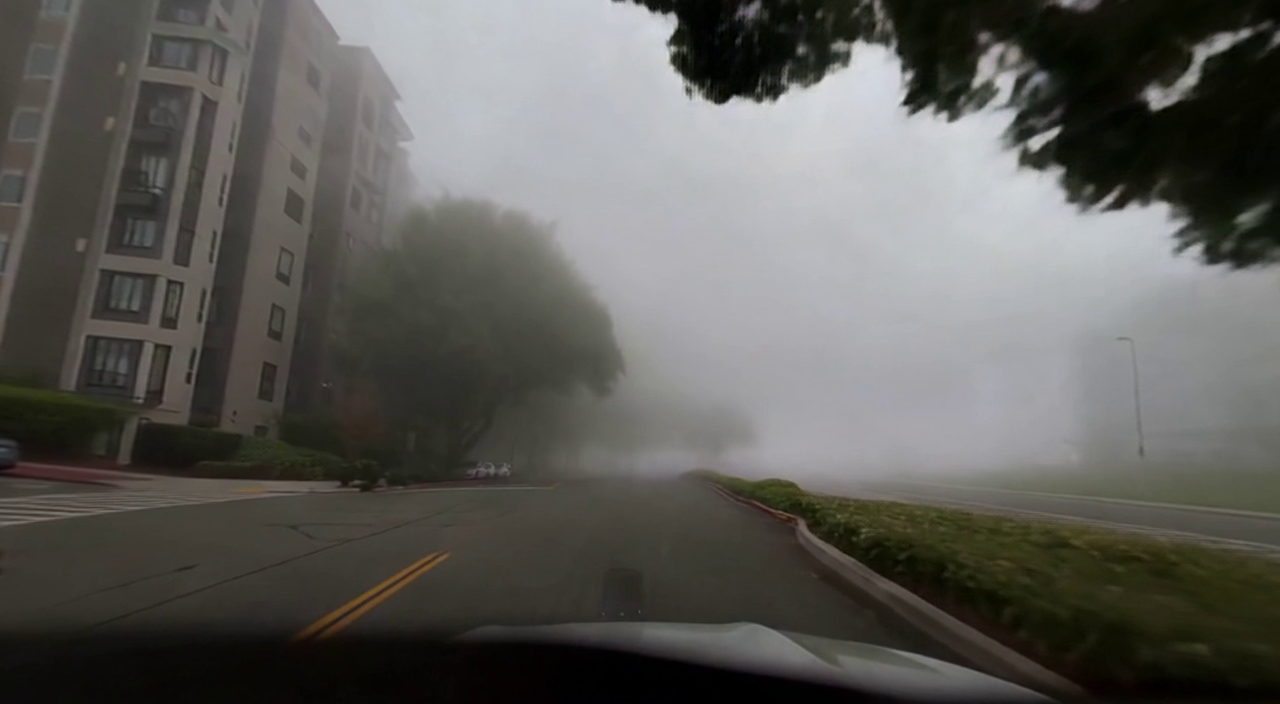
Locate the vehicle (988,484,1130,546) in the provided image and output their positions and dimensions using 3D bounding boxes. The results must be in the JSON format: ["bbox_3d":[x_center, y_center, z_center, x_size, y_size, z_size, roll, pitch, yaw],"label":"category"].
[{"bbox_3d":[16.843,6.524,25.803,2.144,1.939,4.973,0,-9,-3],"label":"vehicle"}]
